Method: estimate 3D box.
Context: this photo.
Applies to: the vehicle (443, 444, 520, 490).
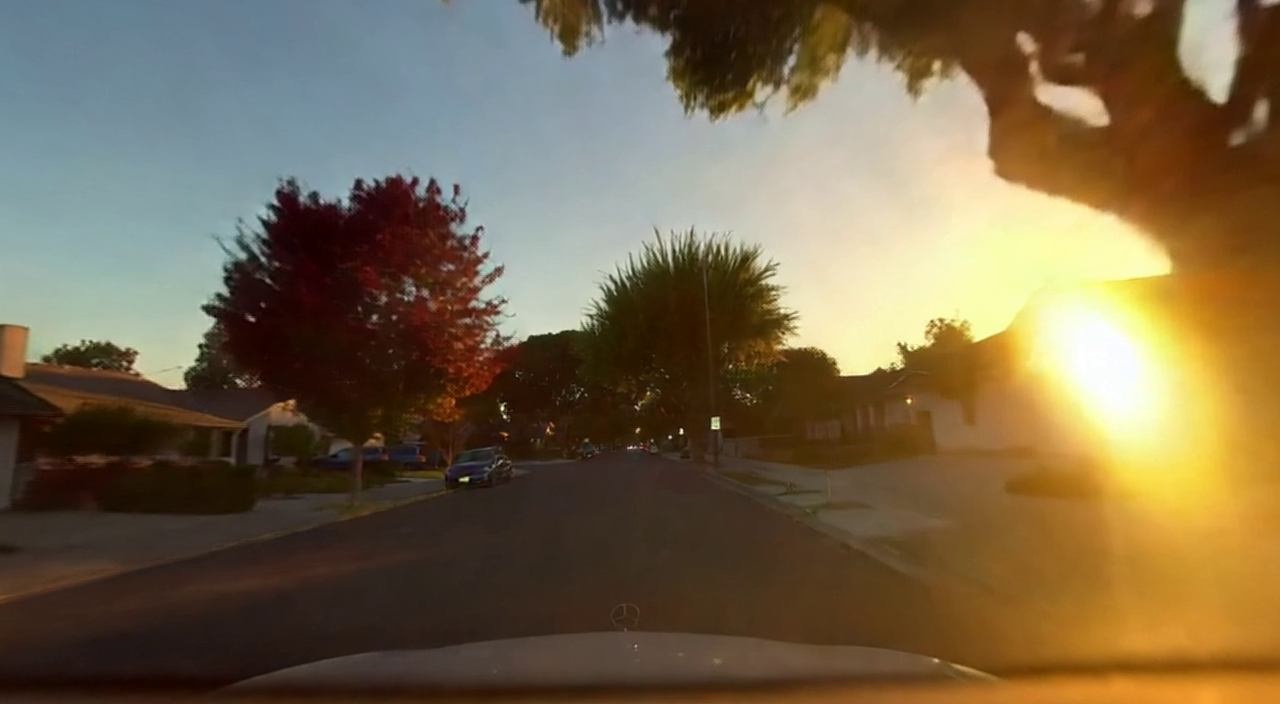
[{"bbox_3d":[-6.585,4.837,26.927,2.078,1.745,5.119,0,-9,-1],"label":"vehicle"}]
